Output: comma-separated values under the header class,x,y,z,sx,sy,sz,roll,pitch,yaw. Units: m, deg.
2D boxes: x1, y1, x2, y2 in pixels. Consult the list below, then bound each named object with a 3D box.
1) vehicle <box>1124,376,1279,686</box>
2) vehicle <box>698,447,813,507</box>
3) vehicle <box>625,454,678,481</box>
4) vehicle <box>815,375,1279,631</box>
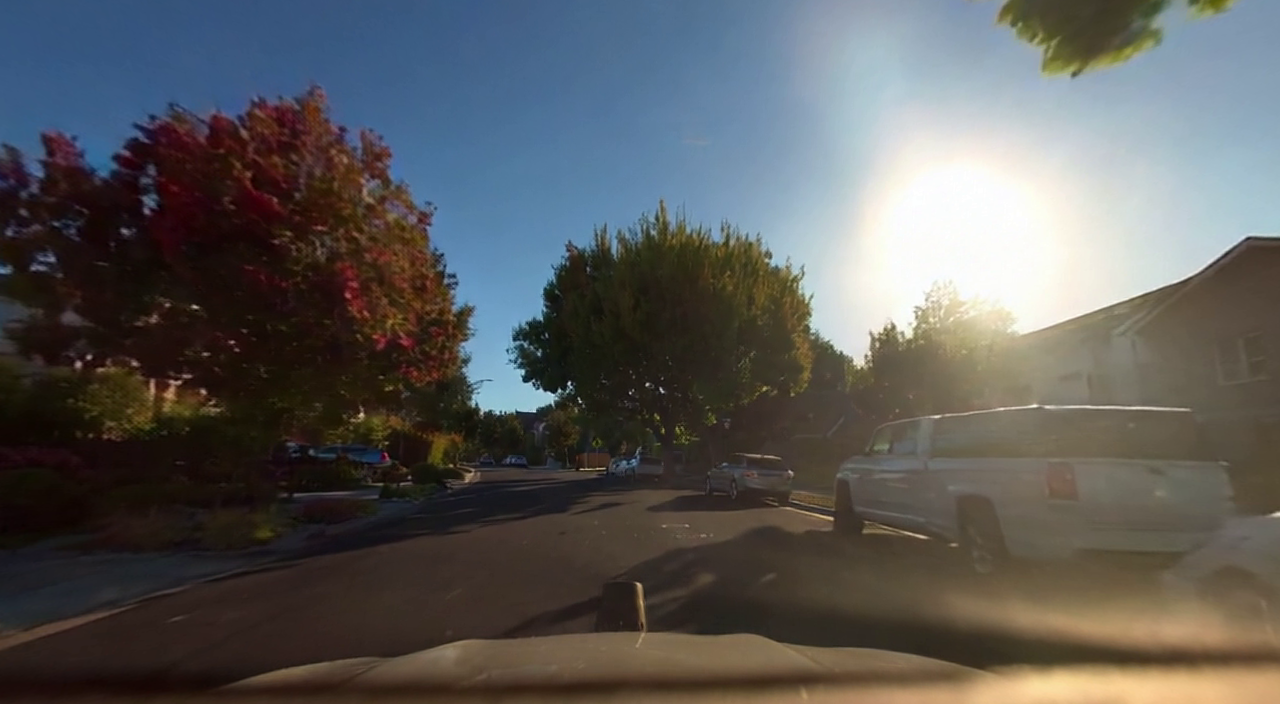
class,x,y,z,sx,sy,sz,roll,pitch,yaw
vehicle,5.202,0.936,2.624,2.690,1.819,4.532,2,-9,-2
vehicle,3.735,4.131,21.503,2.111,1.771,4.942,2,-9,-11
vehicle,0.664,7.442,40.993,2.193,1.504,4.576,2,-9,-16
vehicle,4.874,1.781,8.762,2.788,2.227,6.194,0,-9,-3
